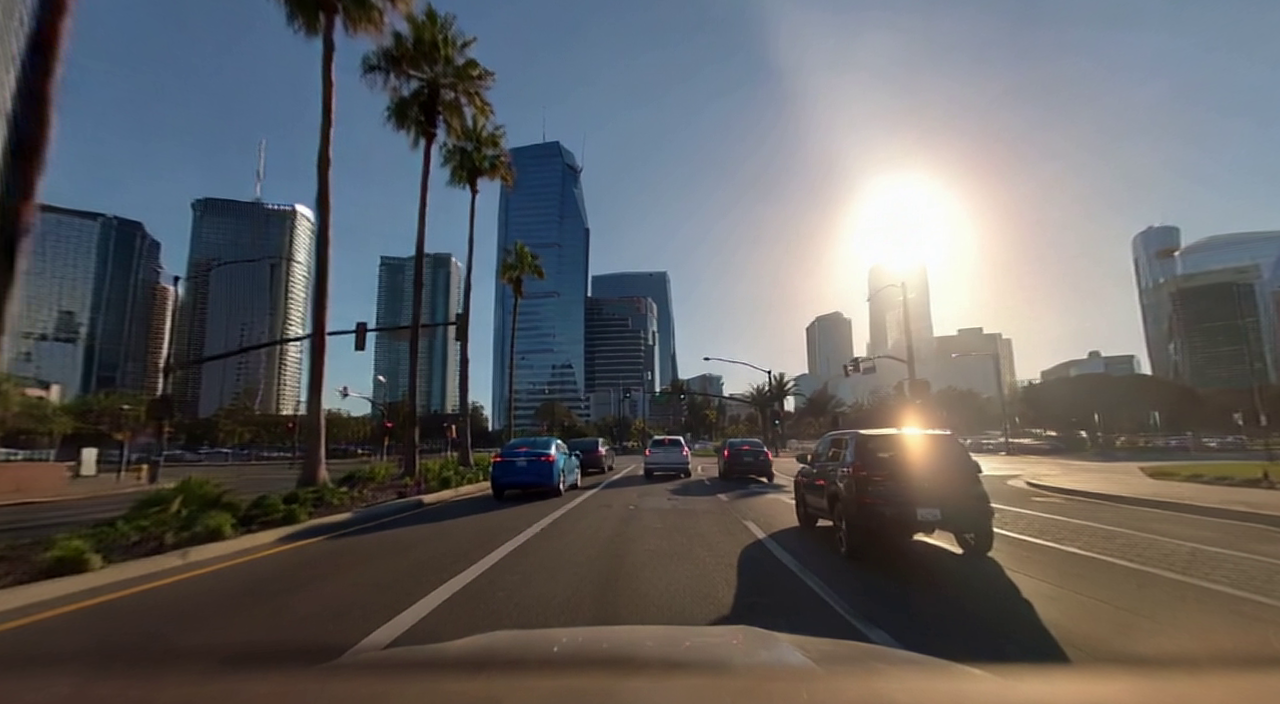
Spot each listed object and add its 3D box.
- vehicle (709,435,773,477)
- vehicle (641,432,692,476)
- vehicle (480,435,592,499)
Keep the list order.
[{"bbox_3d":[4.016,4.219,25.806,1.936,1.567,3.896,0,-9,0],"label":"vehicle"},{"bbox_3d":[1.146,4.408,27.515,2.060,1.730,4.257,-1,-9,2],"label":"vehicle"},{"bbox_3d":[-2.631,3.061,17.204,1.962,1.480,4.605,-1,-9,4],"label":"vehicle"}]
